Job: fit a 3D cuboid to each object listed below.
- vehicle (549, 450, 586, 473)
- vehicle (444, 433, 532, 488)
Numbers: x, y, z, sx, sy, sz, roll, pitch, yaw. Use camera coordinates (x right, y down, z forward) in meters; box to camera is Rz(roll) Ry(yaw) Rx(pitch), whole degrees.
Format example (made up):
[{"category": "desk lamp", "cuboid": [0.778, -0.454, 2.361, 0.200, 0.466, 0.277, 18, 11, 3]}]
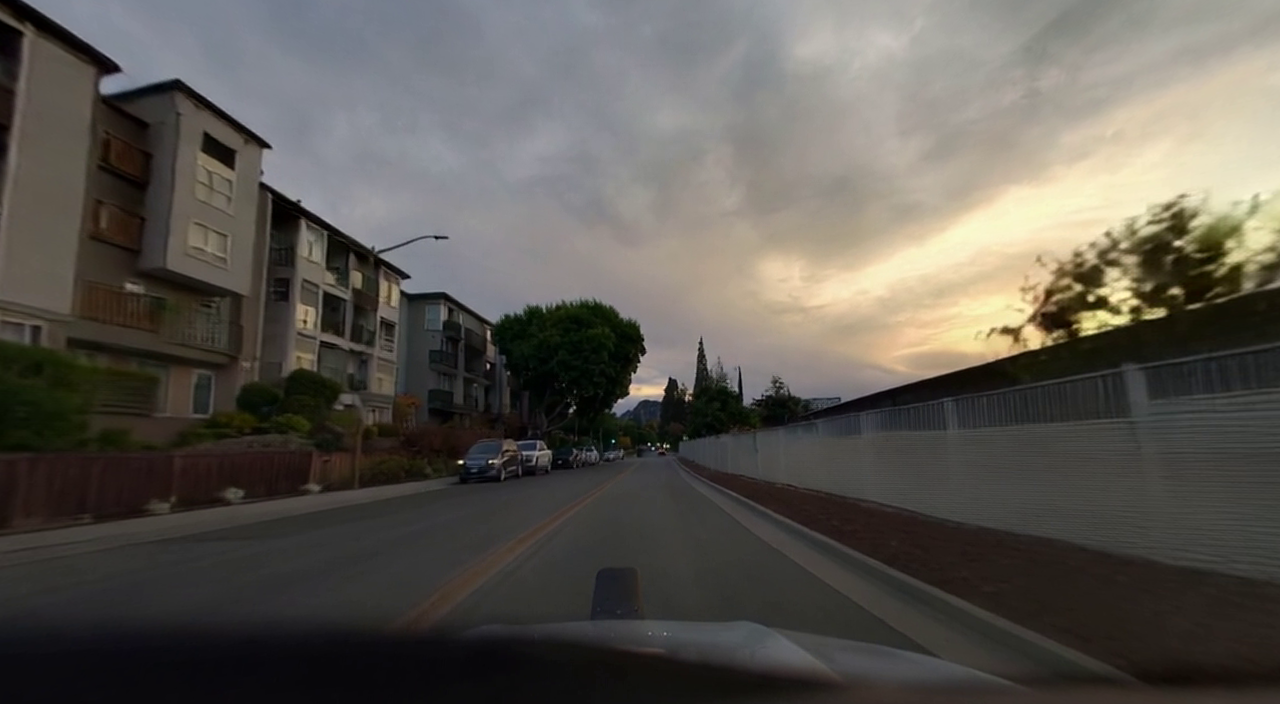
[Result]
[{"category": "vehicle", "cuboid": [-5.228, 7.961, 46.178, 1.914, 1.417, 4.750, 2, -8, 3]}, {"category": "vehicle", "cuboid": [-6.100, 4.434, 26.104, 2.192, 1.965, 4.917, 2, -9, 2]}]
